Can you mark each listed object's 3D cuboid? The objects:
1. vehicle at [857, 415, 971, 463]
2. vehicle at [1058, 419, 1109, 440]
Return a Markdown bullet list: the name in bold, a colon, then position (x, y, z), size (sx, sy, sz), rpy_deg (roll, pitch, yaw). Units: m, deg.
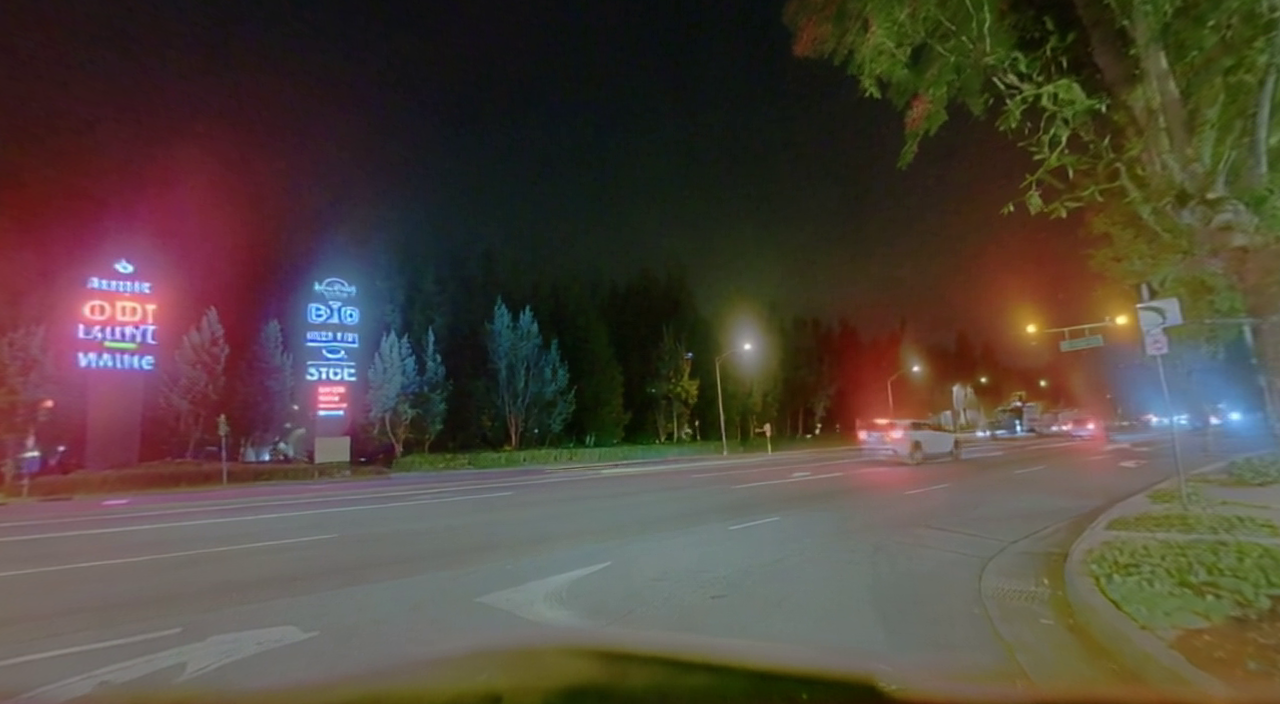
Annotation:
- **vehicle**: position (9.774, 3.095, 22.415), size (4.182, 1.536, 1.885), rpy_deg (7, -11, -39)
- **vehicle**: position (33.152, 5.817, 47.198), size (4.442, 1.458, 1.902), rpy_deg (7, -11, -40)
